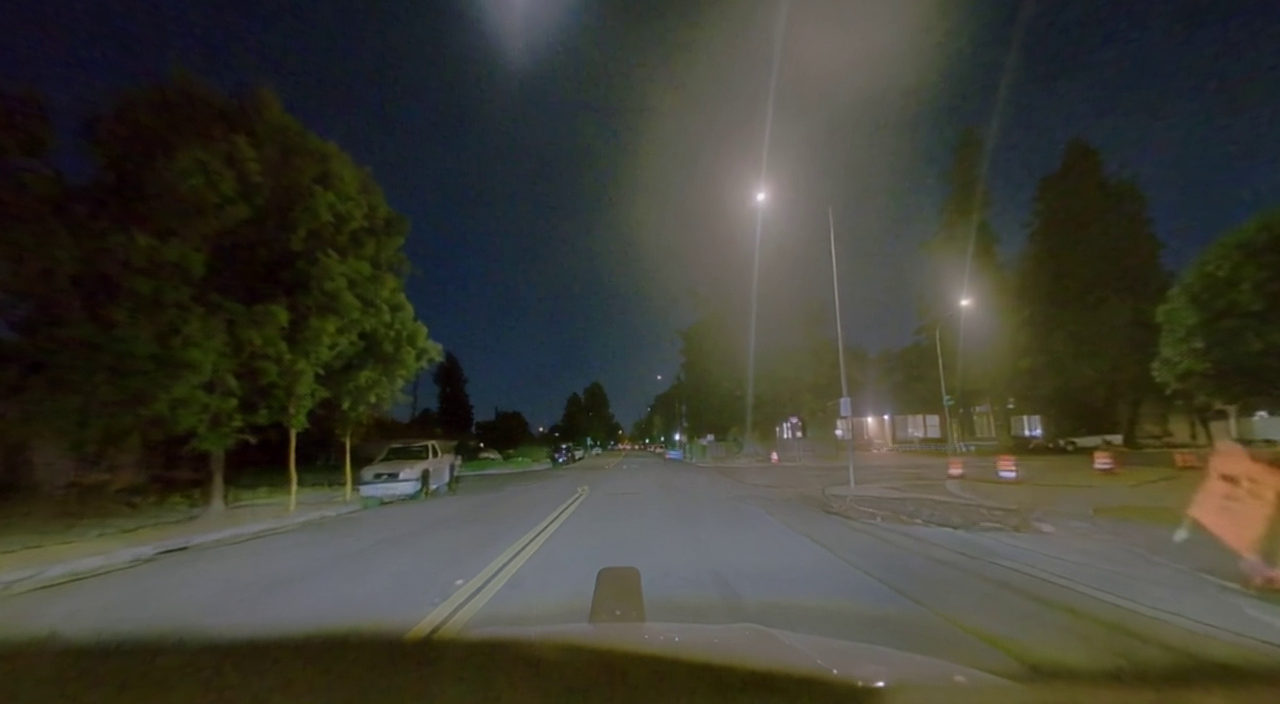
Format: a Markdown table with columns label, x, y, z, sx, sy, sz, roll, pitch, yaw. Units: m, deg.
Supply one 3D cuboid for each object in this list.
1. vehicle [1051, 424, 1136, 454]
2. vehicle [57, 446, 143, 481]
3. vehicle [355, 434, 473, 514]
| label | x | y | z | sx | sy | sz | roll | pitch | yaw |
| --- | --- | --- | --- | --- | --- | --- | --- | --- | --- |
| vehicle | 29.966 | 5.714 | 41.936 | 1.923 | 1.805 | 4.876 | -2 | -6 | -1 |
| vehicle | -35.933 | 7.389 | 42.181 | 1.821 | 1.691 | 4.510 | -1 | -3 | 0 |
| vehicle | -6.076 | 3.247 | 17.580 | 2.087 | 1.835 | 4.445 | -1 | -7 | -6 |
